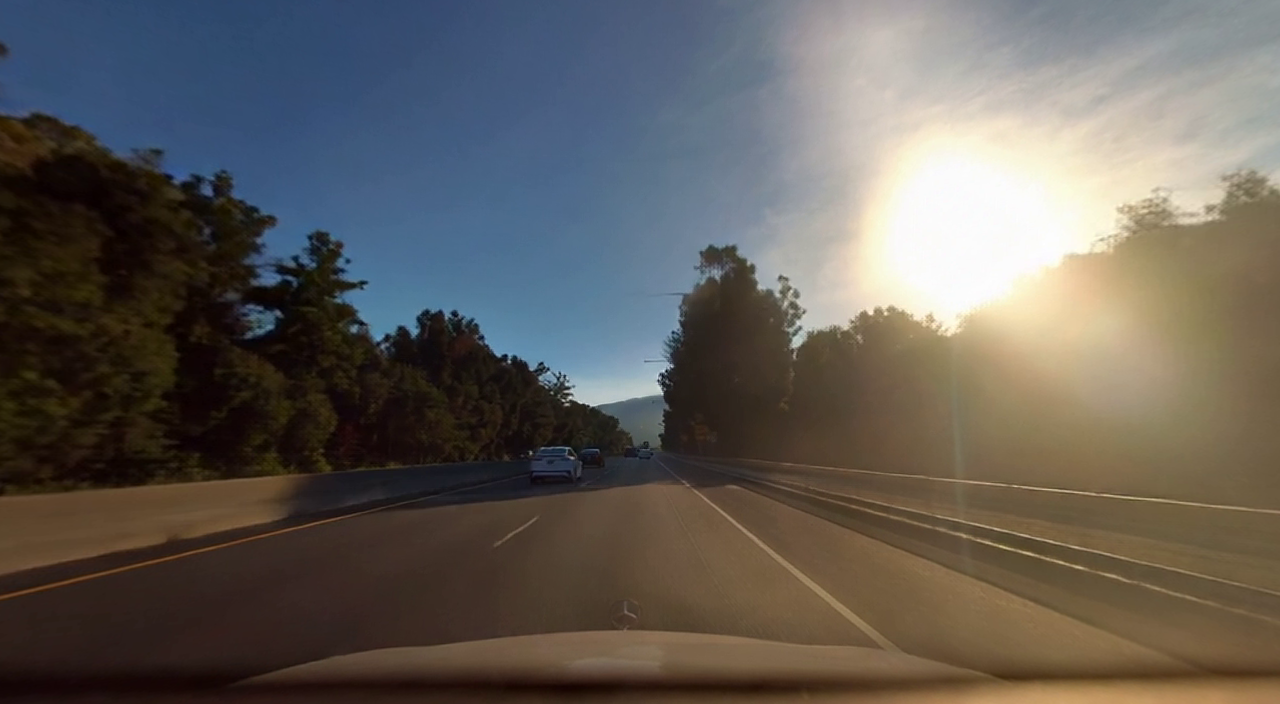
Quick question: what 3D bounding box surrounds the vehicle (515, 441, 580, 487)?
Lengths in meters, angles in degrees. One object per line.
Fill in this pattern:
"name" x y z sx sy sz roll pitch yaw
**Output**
"vehicle" -3.450 4.294 24.367 1.846 1.600 4.108 0 -9 1
